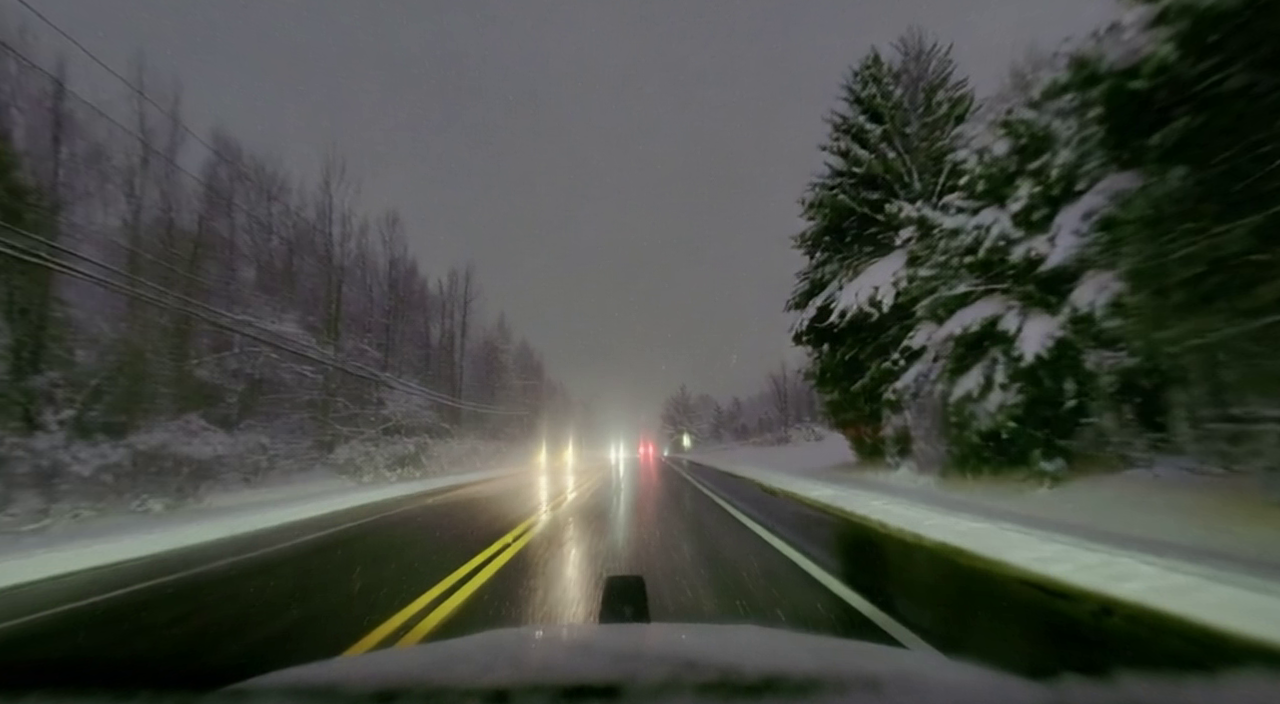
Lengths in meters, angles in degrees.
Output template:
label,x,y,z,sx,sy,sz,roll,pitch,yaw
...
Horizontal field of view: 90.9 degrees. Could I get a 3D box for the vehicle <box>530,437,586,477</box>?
label,x,y,z,sx,sy,sz,roll,pitch,yaw
vehicle,-3.854,5.034,30.335,2.041,1.771,4.452,0,-9,0
